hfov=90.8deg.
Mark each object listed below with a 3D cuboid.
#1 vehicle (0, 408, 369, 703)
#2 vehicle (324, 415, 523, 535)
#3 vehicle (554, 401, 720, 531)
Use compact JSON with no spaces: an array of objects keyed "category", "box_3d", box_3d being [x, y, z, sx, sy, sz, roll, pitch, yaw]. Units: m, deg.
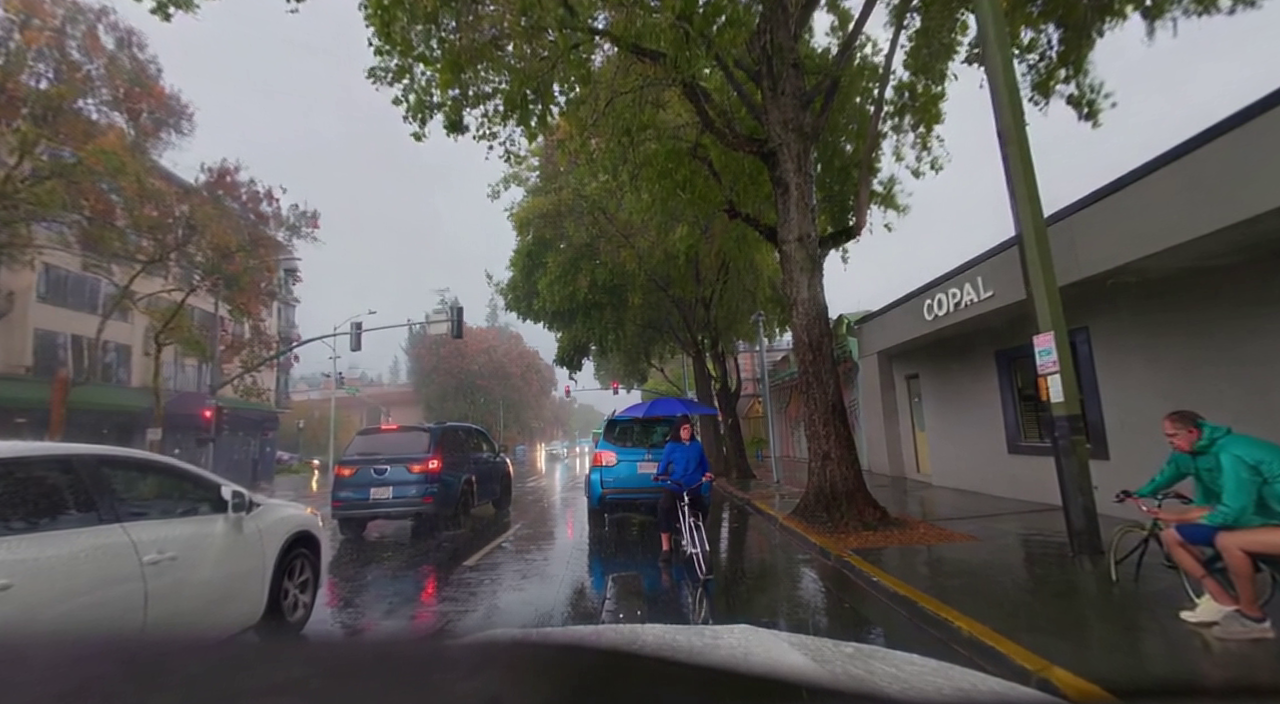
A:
[{"category":"vehicle","box_3d":[-3.562,1.154,3.685,2.064,1.486,4.140,0,-9,1]},{"category":"vehicle","box_3d":[-3.616,2.164,11.632,2.046,1.750,4.452,0,-9,0]},{"category":"vehicle","box_3d":[-0.099,2.051,11.844,2.426,1.882,5.027,0,-9,-1]}]
